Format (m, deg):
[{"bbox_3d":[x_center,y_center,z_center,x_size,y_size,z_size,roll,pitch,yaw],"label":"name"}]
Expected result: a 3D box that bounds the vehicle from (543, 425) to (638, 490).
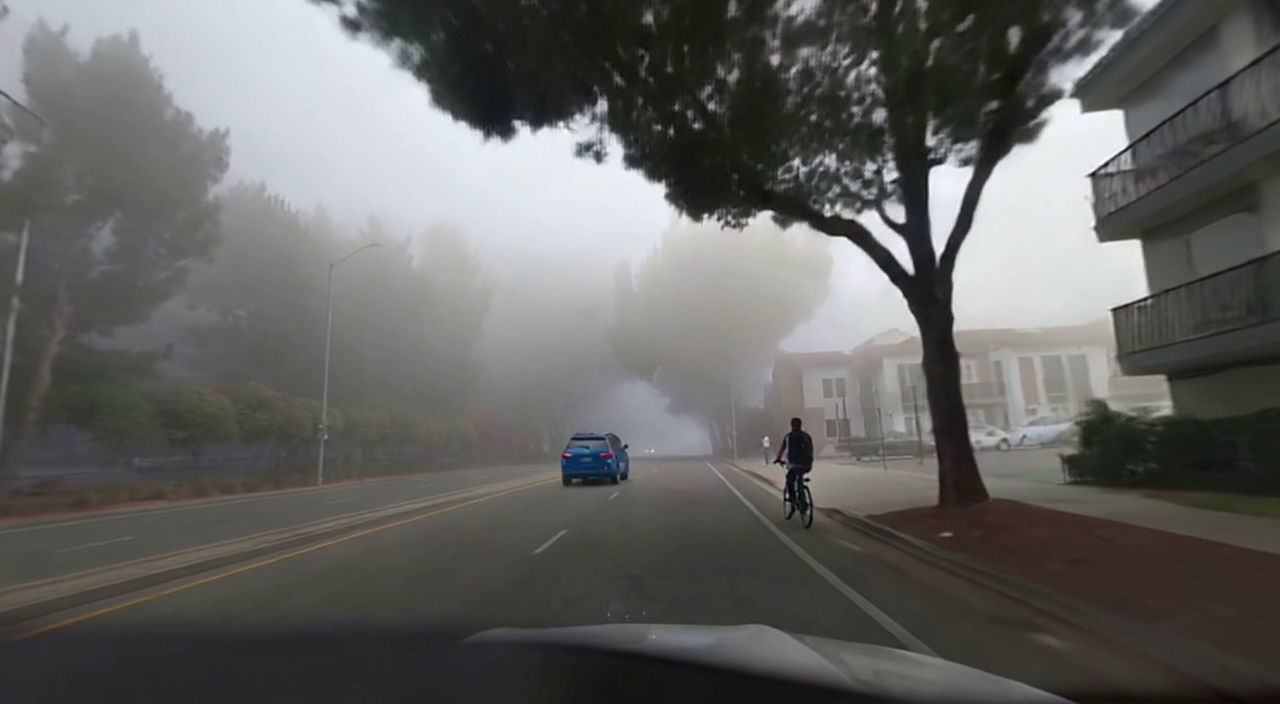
[{"bbox_3d":[-1.461,3.458,20.987,2.294,1.859,5.127,-1,-9,5],"label":"vehicle"}]
